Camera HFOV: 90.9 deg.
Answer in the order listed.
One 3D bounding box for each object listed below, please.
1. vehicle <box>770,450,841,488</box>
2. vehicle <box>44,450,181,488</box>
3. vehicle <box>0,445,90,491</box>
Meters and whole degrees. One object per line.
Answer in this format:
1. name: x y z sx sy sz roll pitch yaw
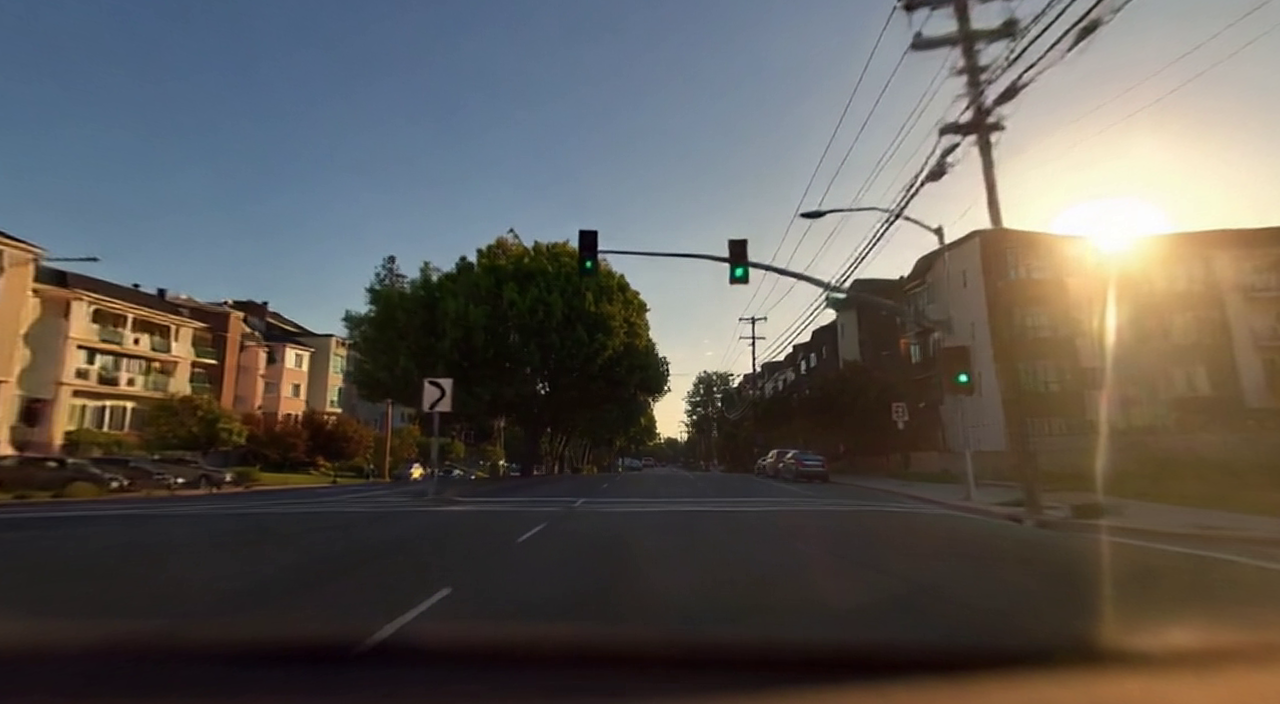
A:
1. vehicle: 7.317 5.196 28.386 1.875 1.481 4.434 0 -8 -1
2. vehicle: -28.845 6.397 34.625 5.409 1.929 2.410 -1 -8 2
3. vehicle: -28.640 5.400 29.464 1.974 1.961 4.570 -1 -9 -5
